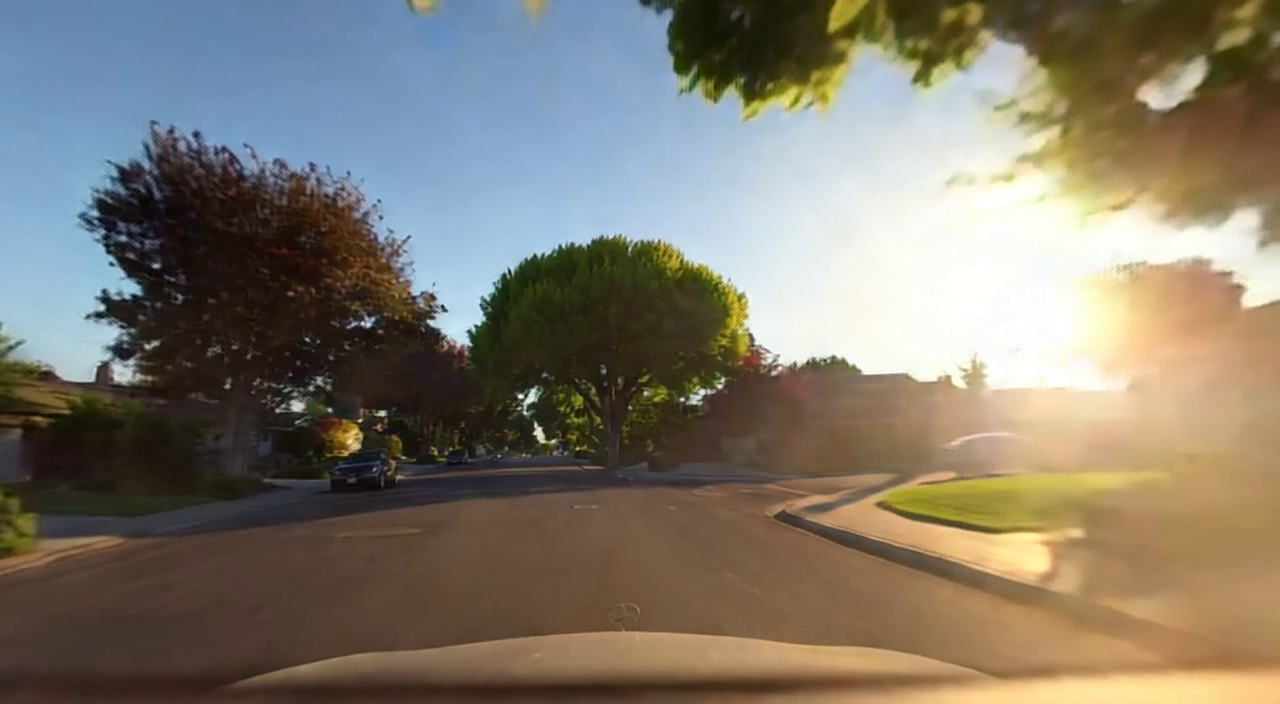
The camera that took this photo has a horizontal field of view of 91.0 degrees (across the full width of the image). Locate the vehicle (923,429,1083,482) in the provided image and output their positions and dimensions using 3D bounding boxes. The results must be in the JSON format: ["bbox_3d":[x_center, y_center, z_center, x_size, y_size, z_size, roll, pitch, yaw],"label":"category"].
[{"bbox_3d":[13.360,3.796,23.275,4.933,1.817,2.014,1,-8,-12],"label":"vehicle"}]

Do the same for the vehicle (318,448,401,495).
[{"bbox_3d":[-10.516,4.479,23.922,1.938,1.499,4.290,-2,-9,-11],"label":"vehicle"}]
